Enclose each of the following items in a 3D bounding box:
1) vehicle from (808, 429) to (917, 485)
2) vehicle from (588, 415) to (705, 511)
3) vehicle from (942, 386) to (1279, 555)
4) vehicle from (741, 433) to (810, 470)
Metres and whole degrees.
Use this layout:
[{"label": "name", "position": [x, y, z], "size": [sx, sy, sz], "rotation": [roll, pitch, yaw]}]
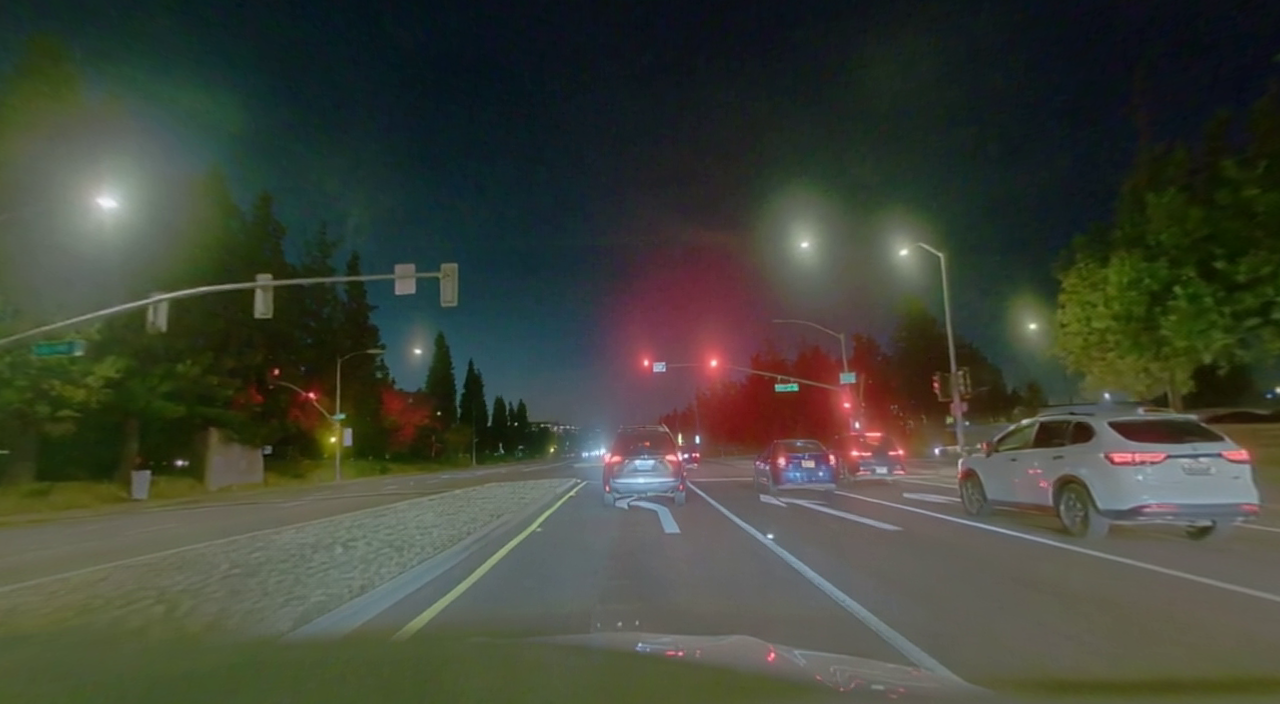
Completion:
[{"label": "vehicle", "position": [7.197, 3.444, 20.965], "size": [2.025, 1.642, 4.189], "rotation": [0, -9, 0]}, {"label": "vehicle", "position": [0.088, 2.545, 14.839], "size": [2.353, 1.894, 4.122], "rotation": [0, -9, -1]}, {"label": "vehicle", "position": [7.124, 1.712, 9.757], "size": [2.251, 1.873, 5.346], "rotation": [0, -9, 0]}, {"label": "vehicle", "position": [7.011, 5.232, 33.270], "size": [2.440, 1.775, 4.791], "rotation": [0, -9, -2]}]
